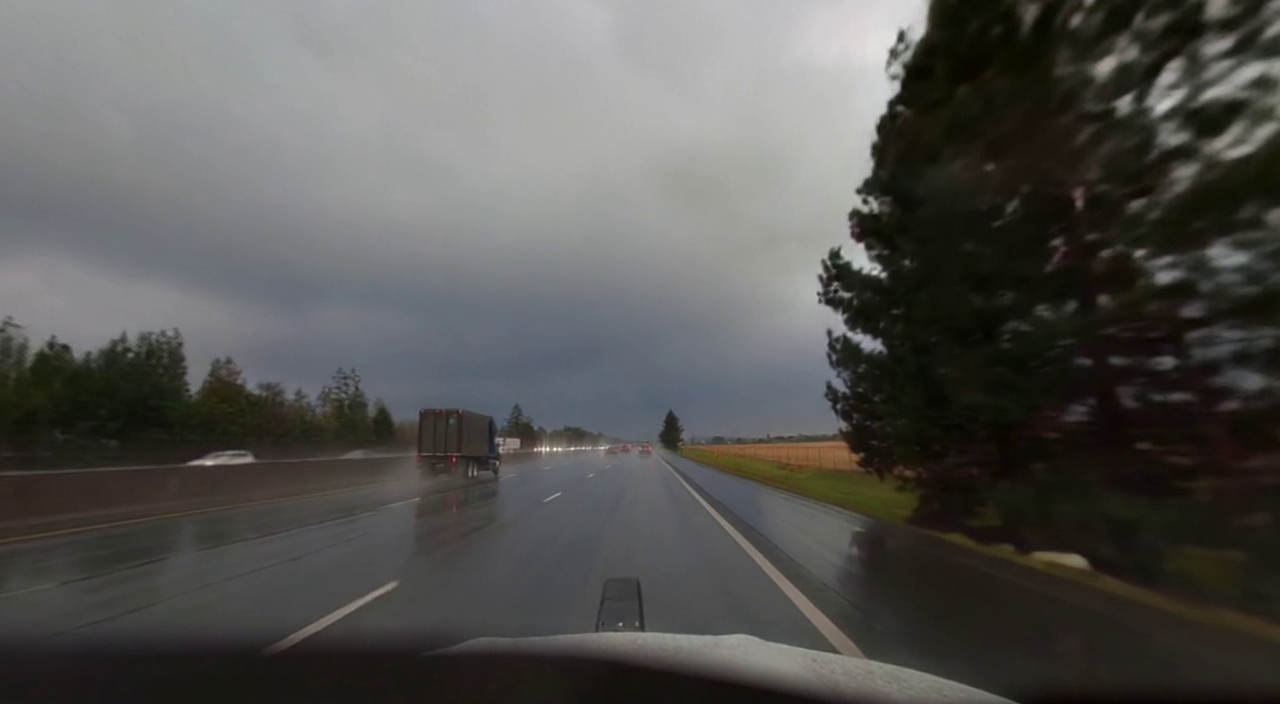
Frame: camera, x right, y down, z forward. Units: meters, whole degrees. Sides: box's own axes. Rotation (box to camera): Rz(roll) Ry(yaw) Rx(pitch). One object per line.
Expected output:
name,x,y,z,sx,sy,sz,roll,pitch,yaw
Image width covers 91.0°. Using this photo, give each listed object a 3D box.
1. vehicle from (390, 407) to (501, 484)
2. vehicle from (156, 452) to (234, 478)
vehicle,-7.469,3.718,25.027,2.444,2.685,5.893,0,-9,1
vehicle,-29.366,7.450,41.732,1.945,1.521,4.401,0,-9,1
